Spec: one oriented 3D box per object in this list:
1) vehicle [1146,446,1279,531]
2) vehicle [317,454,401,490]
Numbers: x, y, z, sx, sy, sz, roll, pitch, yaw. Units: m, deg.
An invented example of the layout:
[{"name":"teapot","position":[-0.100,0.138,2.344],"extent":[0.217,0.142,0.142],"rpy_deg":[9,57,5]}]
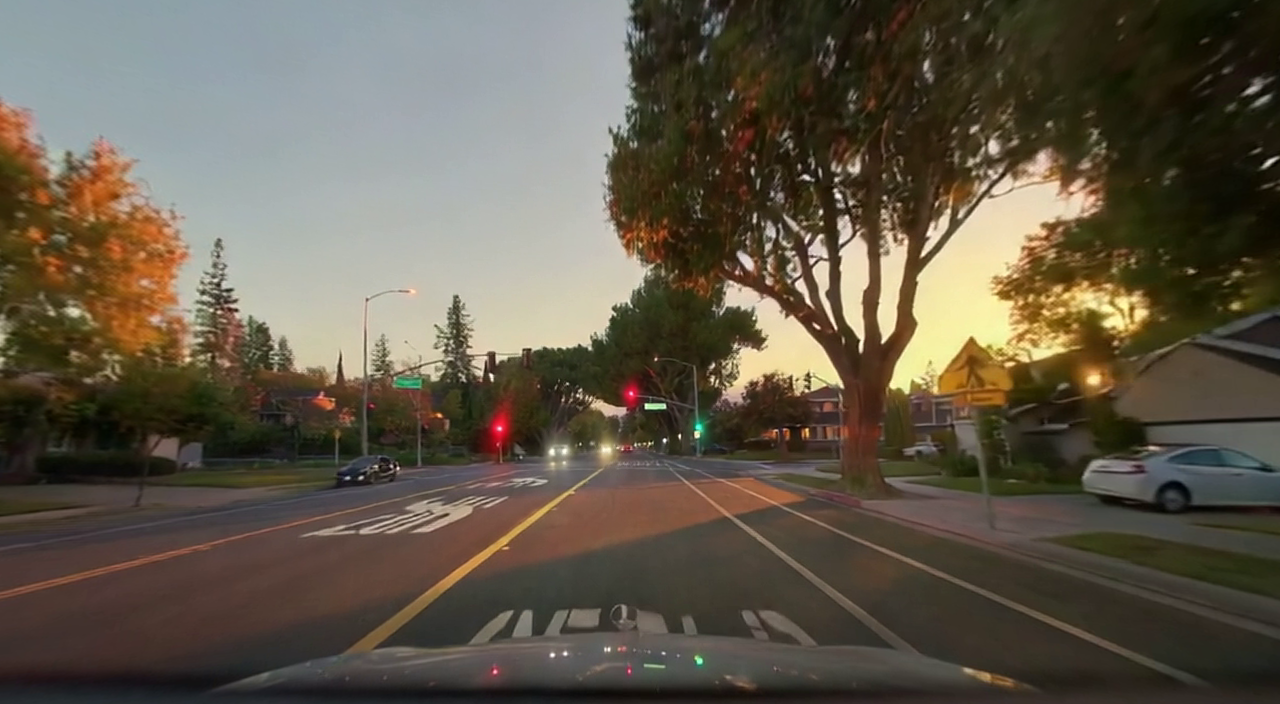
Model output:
[{"name":"vehicle","position":[12.437,2.428,11.563],"extent":[4.539,1.404,2.008],"rpy_deg":[-1,-9,2]},{"name":"vehicle","position":[-12.912,5.505,29.350],"extent":[1.851,1.482,4.443],"rpy_deg":[0,-9,0]}]
